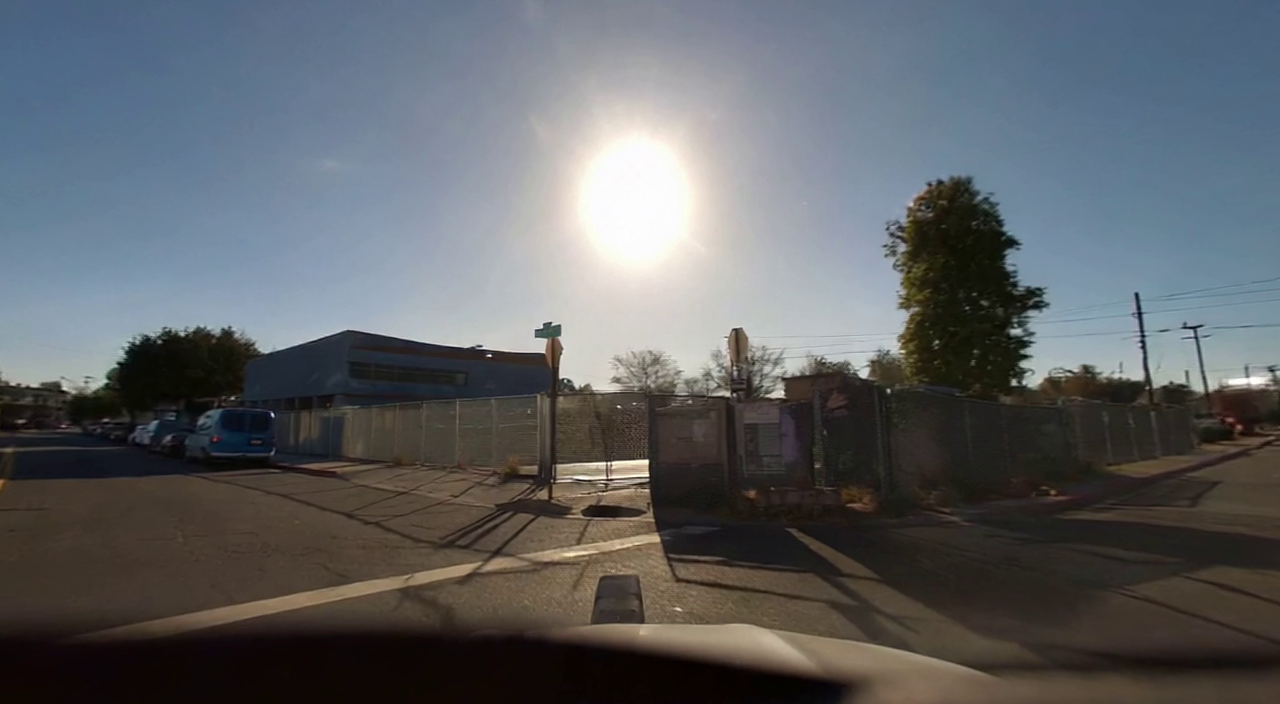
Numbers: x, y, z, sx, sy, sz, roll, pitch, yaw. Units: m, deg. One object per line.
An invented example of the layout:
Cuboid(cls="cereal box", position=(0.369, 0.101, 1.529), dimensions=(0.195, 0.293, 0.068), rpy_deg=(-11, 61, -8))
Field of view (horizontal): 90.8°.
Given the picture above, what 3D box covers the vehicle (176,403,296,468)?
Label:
Cuboid(cls="vehicle", position=(-14.607, 3.051, 22.679), dimensions=(2.327, 2.021, 5.850), rpy_deg=(8, -12, -44))
